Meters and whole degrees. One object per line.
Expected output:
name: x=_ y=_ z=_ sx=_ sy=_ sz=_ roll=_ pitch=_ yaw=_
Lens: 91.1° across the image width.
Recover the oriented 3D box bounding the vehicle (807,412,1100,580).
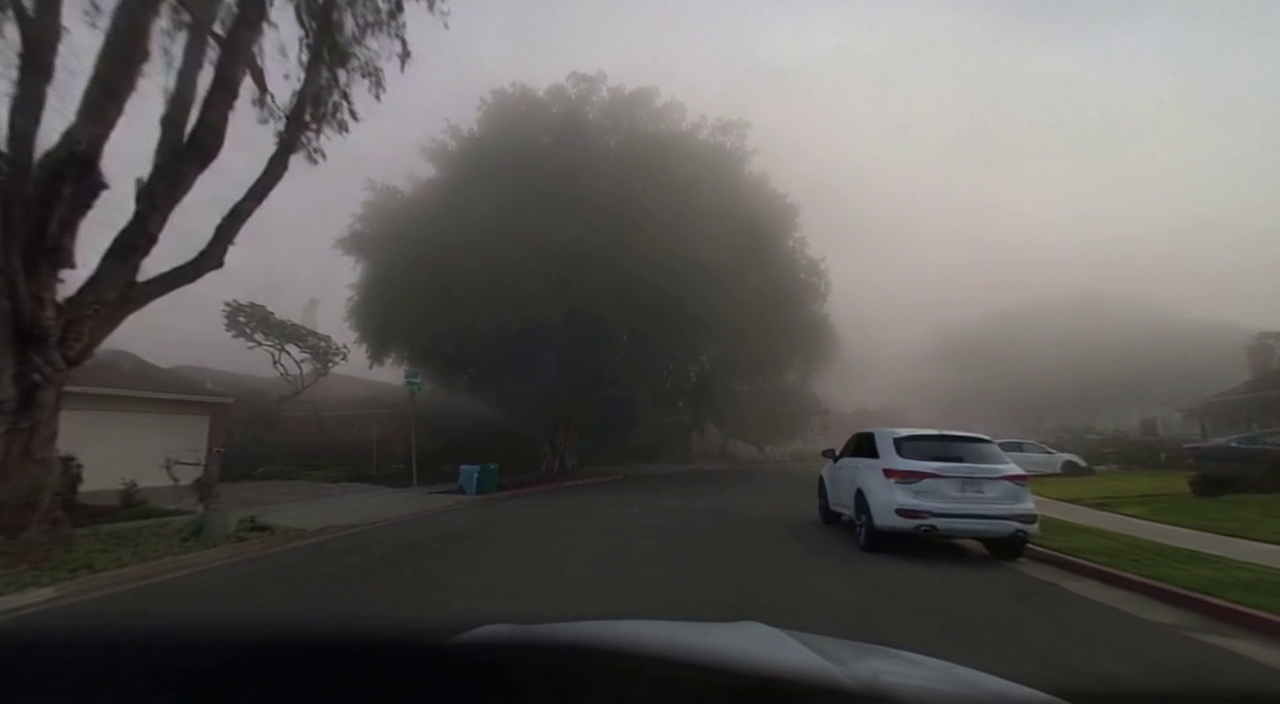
vehicle: x=3.981 y=1.890 z=9.130 sx=2.163 sy=1.760 sz=4.591 roll=0 pitch=-9 yaw=4
